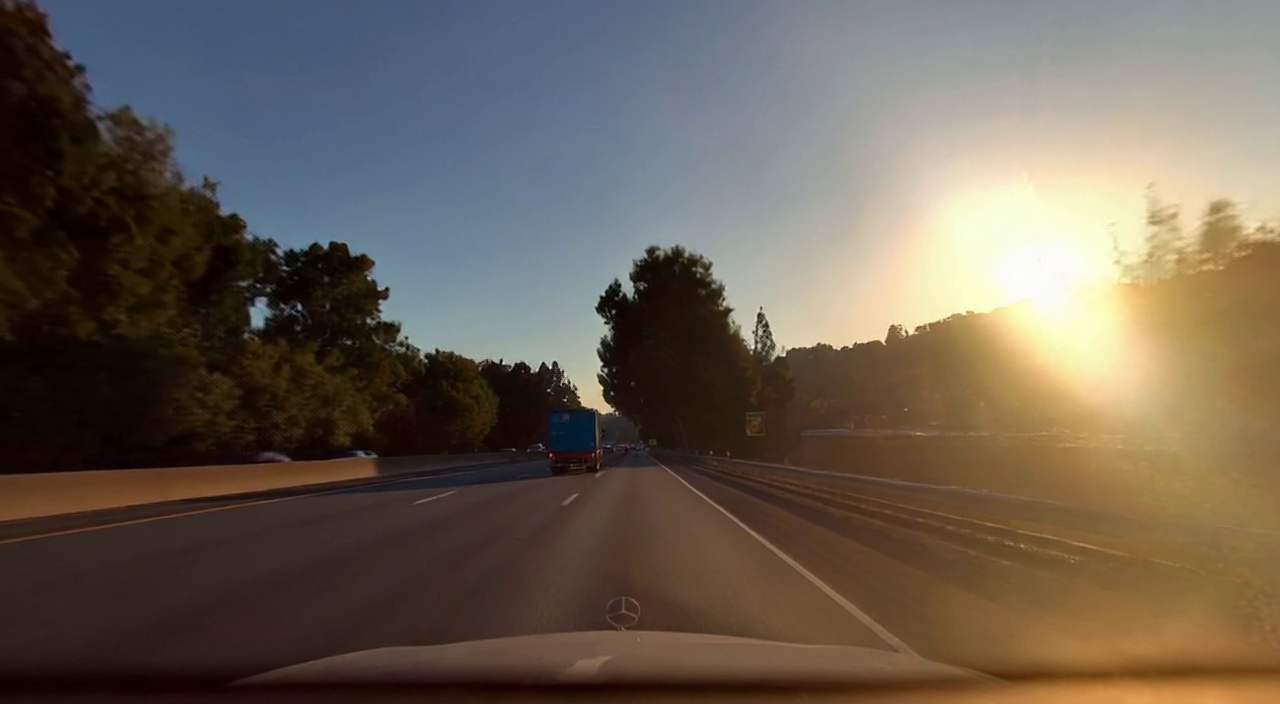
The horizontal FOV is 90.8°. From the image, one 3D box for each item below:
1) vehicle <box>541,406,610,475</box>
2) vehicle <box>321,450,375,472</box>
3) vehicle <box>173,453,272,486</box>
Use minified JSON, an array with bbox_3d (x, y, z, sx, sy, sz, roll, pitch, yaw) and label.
[{"bbox_3d":[-3.321,4.890,34.679,2.874,3.309,8.208,0,-9,0],"label":"vehicle"},{"bbox_3d":[-21.333,7.974,46.349,1.915,1.525,4.408,0,-9,0],"label":"vehicle"},{"bbox_3d":[-21.297,5.983,32.463,1.930,1.474,4.576,-1,-9,0],"label":"vehicle"}]
